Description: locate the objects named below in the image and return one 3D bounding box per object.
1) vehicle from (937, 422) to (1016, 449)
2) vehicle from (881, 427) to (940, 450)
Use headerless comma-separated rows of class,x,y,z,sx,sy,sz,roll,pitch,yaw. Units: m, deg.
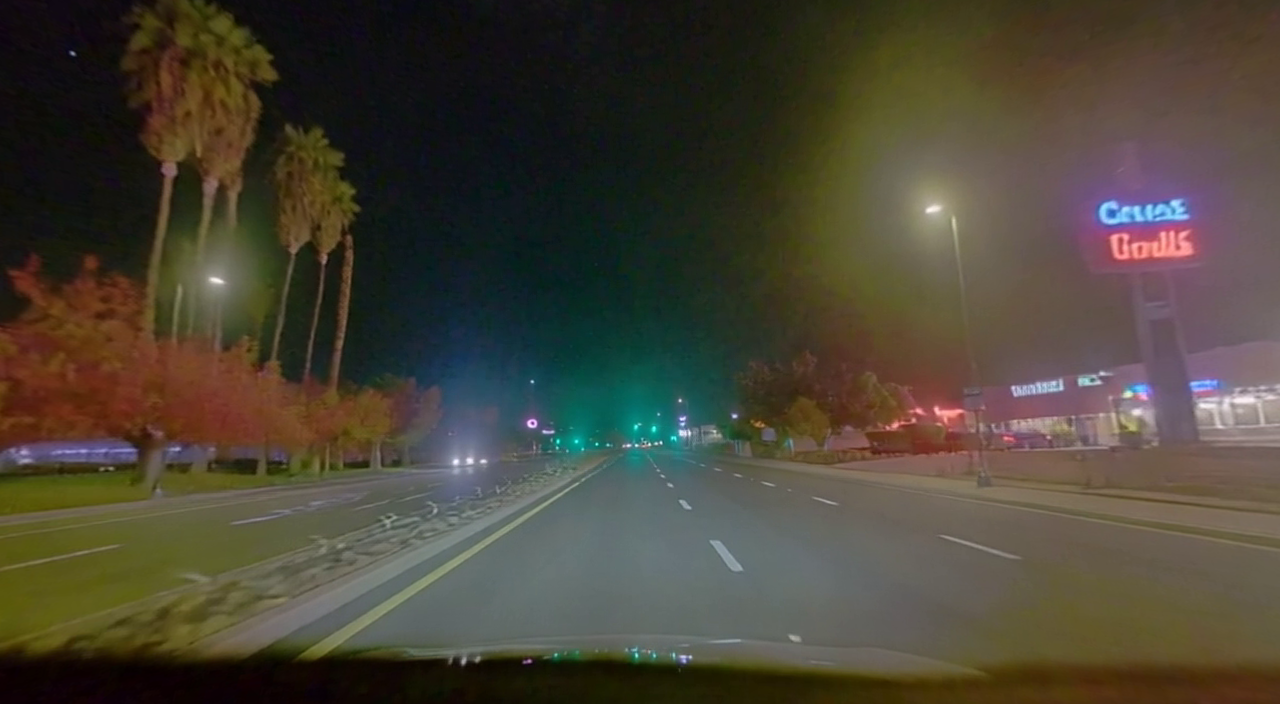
vehicle,19.039,4.786,36.003,1.797,1.425,4.645,0,-8,-2
vehicle,18.939,6.148,44.430,2.091,1.429,4.352,-2,-9,-1
